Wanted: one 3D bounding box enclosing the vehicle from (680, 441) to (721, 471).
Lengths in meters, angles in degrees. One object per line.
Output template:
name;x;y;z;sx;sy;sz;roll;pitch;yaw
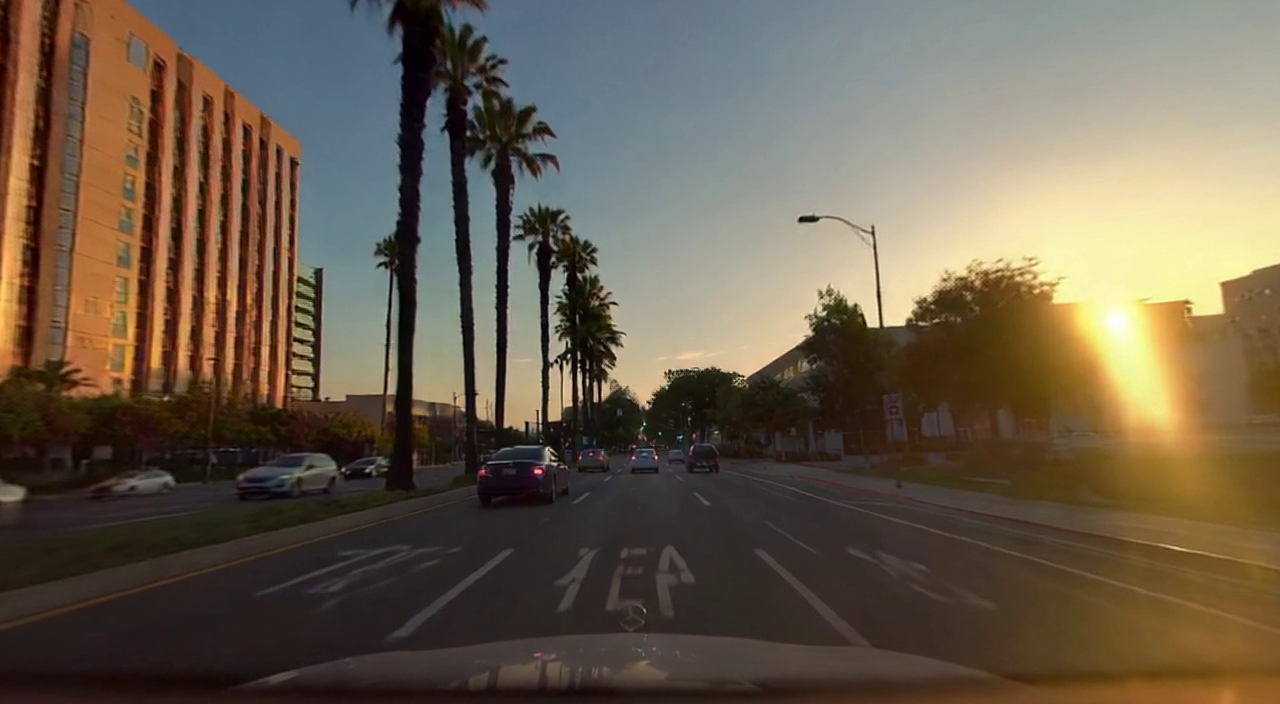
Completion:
vehicle;3.758;6.546;39.805;2.108;1.785;4.334;0;-8;-1

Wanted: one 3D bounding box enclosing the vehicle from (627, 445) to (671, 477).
vehicle;0.437;5.560;32.375;2.147;1.507;3.953;0;-8;0

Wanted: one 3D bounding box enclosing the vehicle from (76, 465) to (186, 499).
vehicle;-26.308;6.732;32.831;1.872;1.472;4.513;0;-8;1

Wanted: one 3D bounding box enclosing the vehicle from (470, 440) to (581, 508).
vehicle;-2.771;3.058;16.319;1.908;1.505;4.369;0;-8;2

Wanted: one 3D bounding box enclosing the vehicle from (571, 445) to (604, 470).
vehicle;-3.748;7.607;45.812;2.168;1.719;4.283;0;-8;-2

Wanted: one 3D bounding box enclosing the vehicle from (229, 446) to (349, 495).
vehicle;-13.647;4.593;24.925;2.096;1.721;4.628;0;-8;-1

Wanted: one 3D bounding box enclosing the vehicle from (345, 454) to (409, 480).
vehicle;-16.830;7.390;40.608;1.937;1.480;4.889;0;-8;1
